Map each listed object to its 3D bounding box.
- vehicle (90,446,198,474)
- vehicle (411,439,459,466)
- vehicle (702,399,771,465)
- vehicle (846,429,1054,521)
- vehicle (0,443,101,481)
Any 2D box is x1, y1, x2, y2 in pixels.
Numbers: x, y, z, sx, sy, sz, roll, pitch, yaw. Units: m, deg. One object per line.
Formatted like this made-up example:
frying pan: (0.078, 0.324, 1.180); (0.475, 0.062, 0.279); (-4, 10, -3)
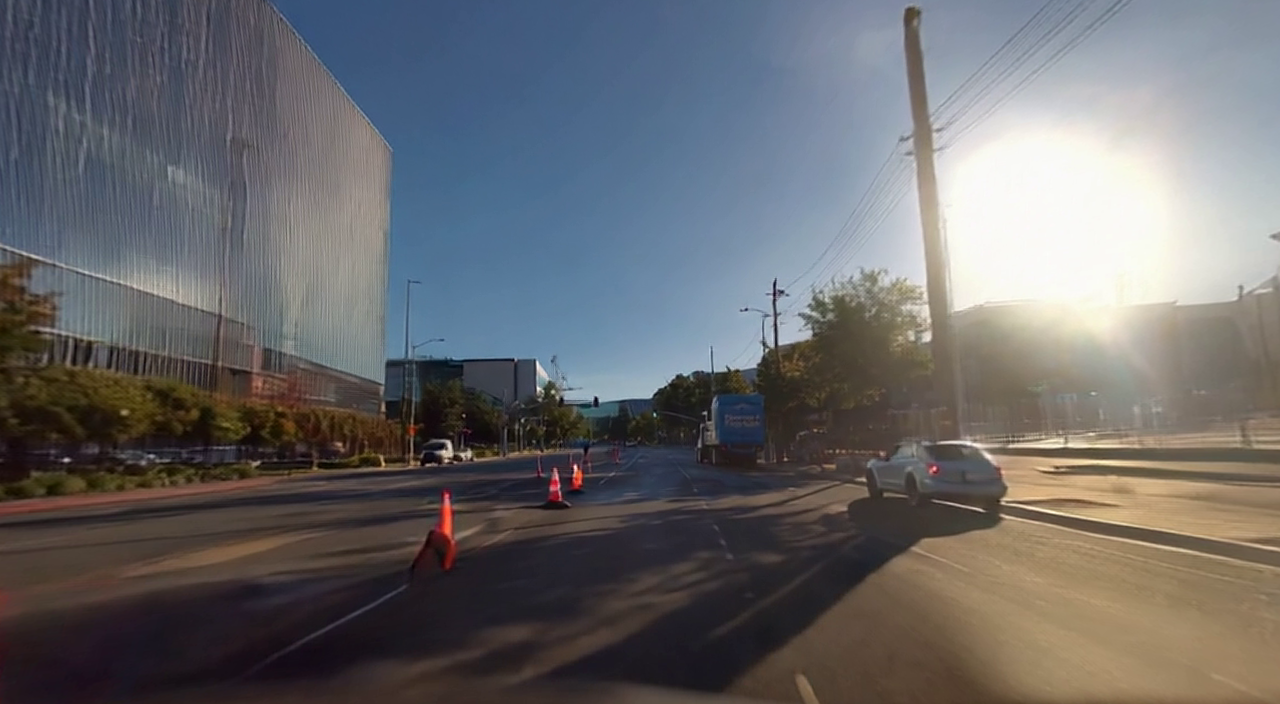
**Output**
vehicle: (-24.895, 5.433, 31.802); (3.905, 1.345, 1.737); (0, -8, -1)
vehicle: (-15.881, 7.810, 49.222); (1.937, 1.984, 4.928); (0, -8, 1)
vehicle: (6.276, 5.507, 42.870); (3.176, 3.913, 9.805); (0, -8, 0)
vehicle: (6.237, 2.506, 13.477); (2.098, 1.619, 4.433); (0, -8, -1)
vehicle: (-25.547, 4.561, 26.366); (4.237, 1.490, 1.901); (1, -8, -3)
